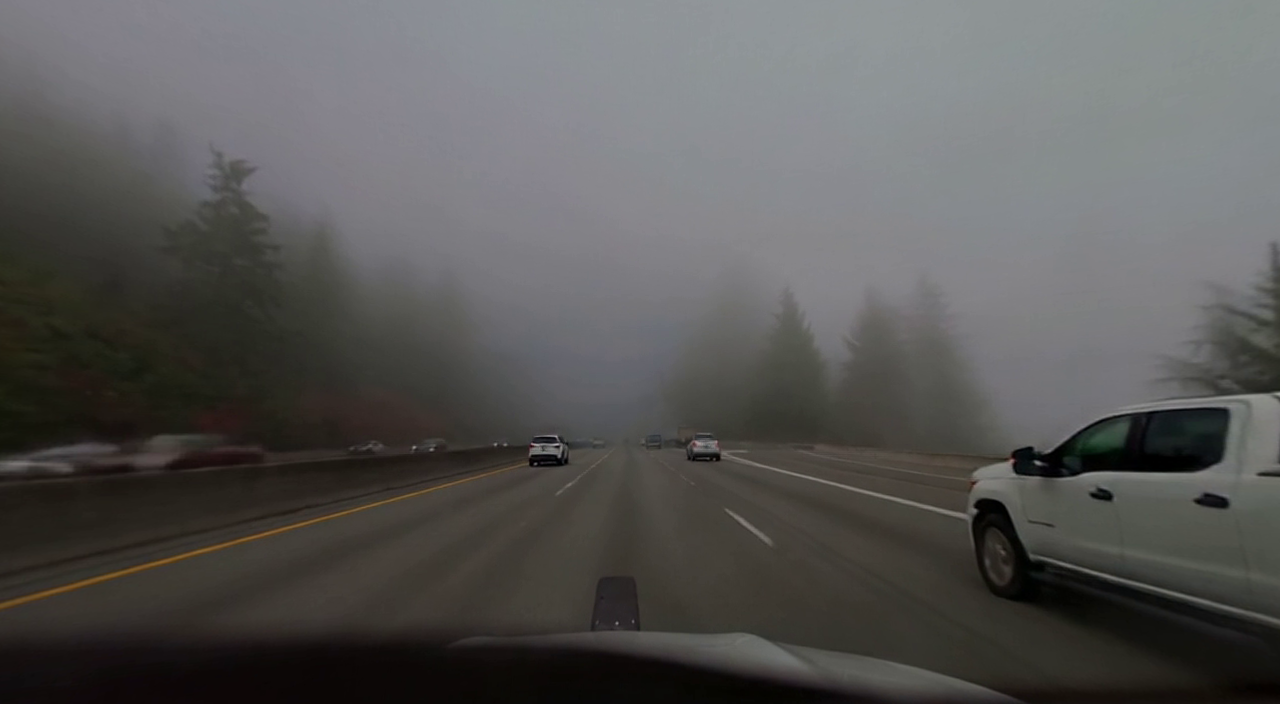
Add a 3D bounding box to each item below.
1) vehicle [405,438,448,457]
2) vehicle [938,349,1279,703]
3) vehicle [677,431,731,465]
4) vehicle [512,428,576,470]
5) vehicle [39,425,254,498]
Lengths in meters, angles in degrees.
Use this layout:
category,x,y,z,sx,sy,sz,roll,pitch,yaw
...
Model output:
category,x,y,z,sx,sy,sz,roll,pitch,yaw
vehicle,-16.722,7.459,49.521,1.863,1.450,4.406,0,-8,-1
vehicle,3.588,0.875,2.999,1.949,1.639,4.748,0,-8,-1
vehicle,2.917,4.510,29.729,1.990,1.480,3.865,1,-8,-2
vehicle,-3.960,4.084,26.792,2.011,1.614,4.808,0,-8,0
vehicle,-12.111,2.690,15.978,1.906,1.562,4.429,0,-8,-1
